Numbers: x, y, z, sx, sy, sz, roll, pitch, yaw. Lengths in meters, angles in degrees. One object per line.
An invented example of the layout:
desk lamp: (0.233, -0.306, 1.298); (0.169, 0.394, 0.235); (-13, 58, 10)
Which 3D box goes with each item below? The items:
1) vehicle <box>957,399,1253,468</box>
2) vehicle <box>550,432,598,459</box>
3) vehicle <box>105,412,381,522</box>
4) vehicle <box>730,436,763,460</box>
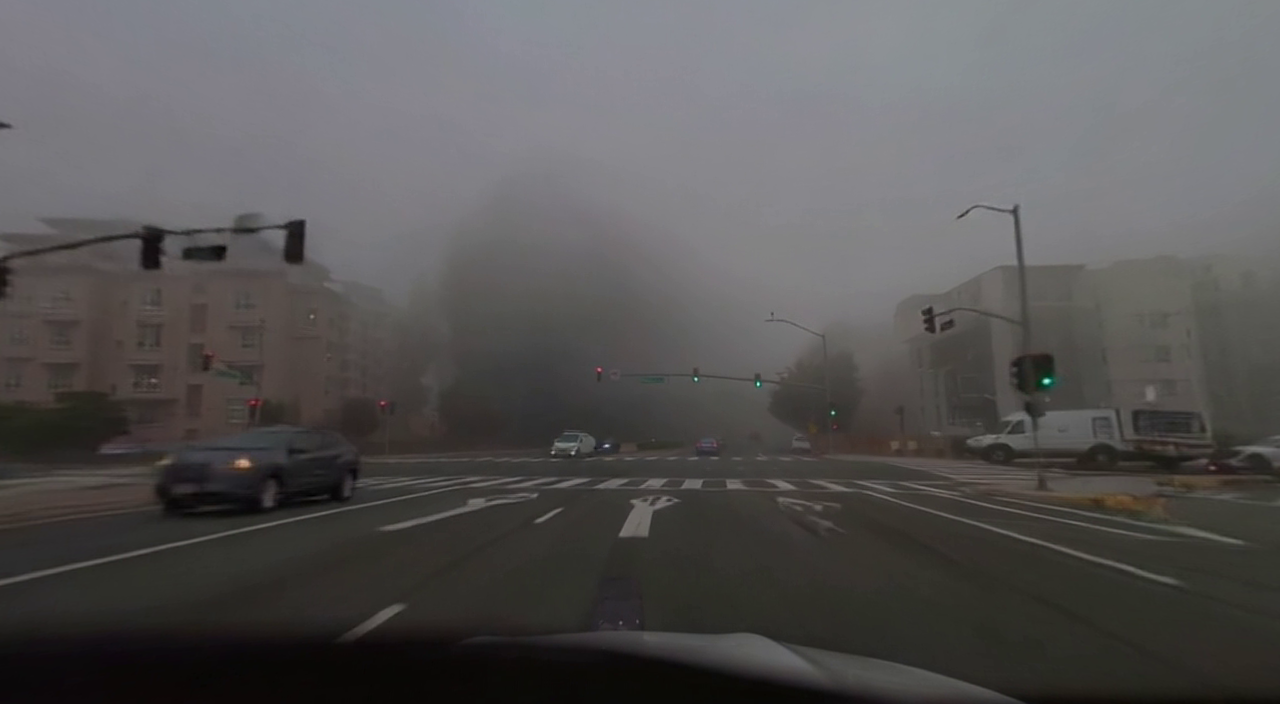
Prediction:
vehicle: (24.435, 4.424, 33.958); (12.701, 3.428, 3.061); (-1, -9, 6)
vehicle: (-4.911, 7.073, 47.560); (2.296, 1.798, 5.303); (-4, -9, 7)
vehicle: (-7.126, 2.128, 12.150); (2.010, 1.686, 4.653); (-1, -9, 4)
vehicle: (7.914, 7.140, 47.067); (2.255, 1.708, 4.328); (-2, -9, 10)
